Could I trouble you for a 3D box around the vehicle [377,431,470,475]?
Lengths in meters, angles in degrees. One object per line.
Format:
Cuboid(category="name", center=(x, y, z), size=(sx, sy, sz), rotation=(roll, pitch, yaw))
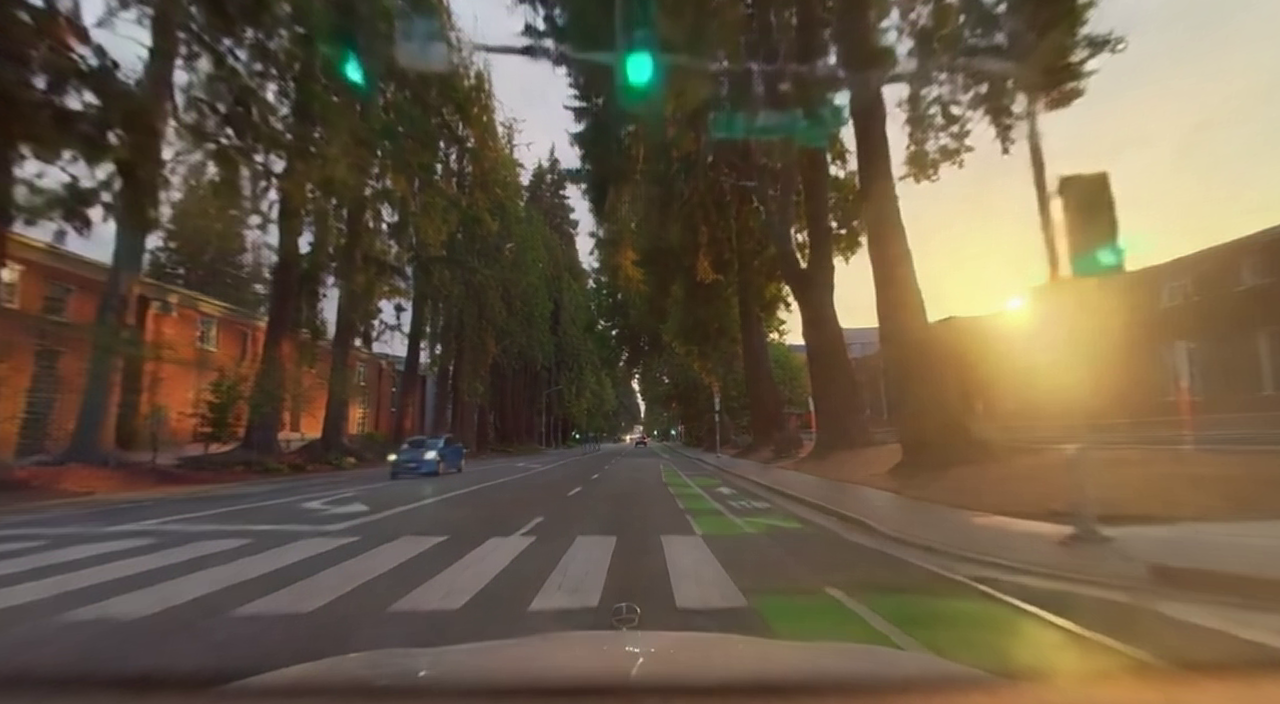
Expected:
Cuboid(category="vehicle", center=(-9.406, 4.465, 28.005), size=(2.248, 1.761, 4.918), rotation=(0, -9, 2))
